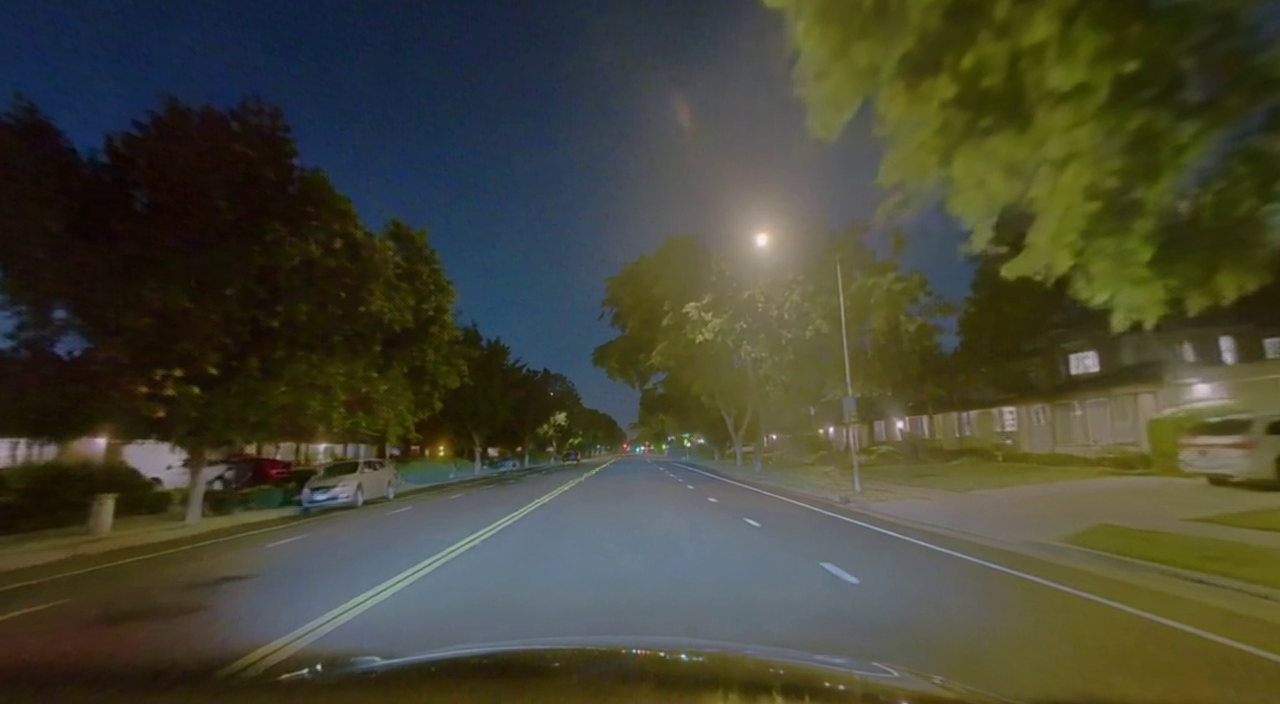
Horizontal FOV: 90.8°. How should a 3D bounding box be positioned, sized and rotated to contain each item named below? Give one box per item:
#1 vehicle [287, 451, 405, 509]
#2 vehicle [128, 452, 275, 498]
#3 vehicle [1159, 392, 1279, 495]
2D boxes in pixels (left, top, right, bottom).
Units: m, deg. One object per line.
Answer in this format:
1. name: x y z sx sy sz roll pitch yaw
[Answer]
1. vehicle: -9.733 4.224 21.353 1.931 1.465 4.683 -5 -8 -3
2. vehicle: -19.599 5.486 28.449 4.802 1.868 2.395 -1 -9 -2
3. vehicle: 13.948 1.867 13.037 4.441 1.932 2.243 0 -8 -1
